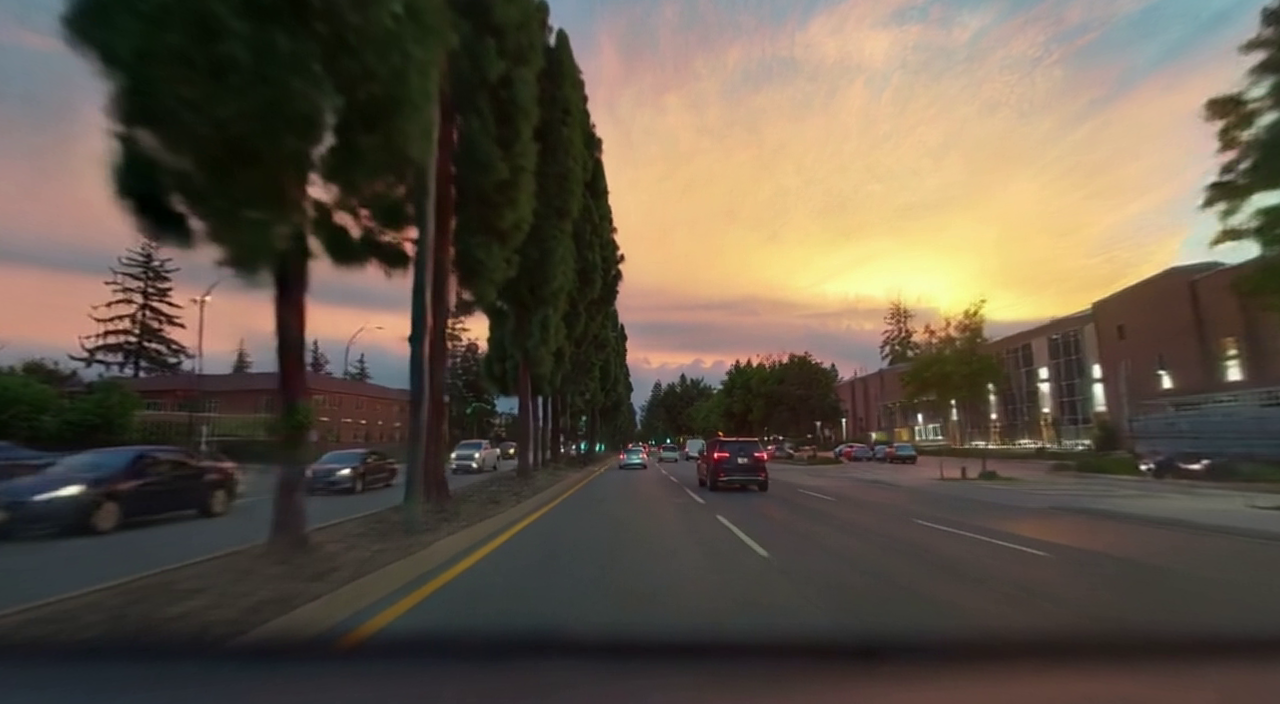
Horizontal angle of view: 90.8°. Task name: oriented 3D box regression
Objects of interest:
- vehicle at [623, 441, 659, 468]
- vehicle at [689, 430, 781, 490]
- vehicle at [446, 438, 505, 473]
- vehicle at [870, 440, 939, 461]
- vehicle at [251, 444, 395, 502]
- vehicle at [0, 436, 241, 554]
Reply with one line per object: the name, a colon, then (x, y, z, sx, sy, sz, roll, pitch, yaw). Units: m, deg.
vehicle: (0.022, 6.539, 40.433, 2.145, 1.572, 4.021, 0, -9, -1)
vehicle: (3.068, 3.665, 21.668, 2.235, 1.806, 4.818, 0, -9, -2)
vehicle: (-9.475, 6.000, 36.842, 2.165, 1.863, 4.880, 0, -9, 0)
vehicle: (20.574, 7.684, 49.216, 4.475, 1.592, 1.841, 0, -9, -1)
vehicle: (-9.051, 3.465, 18.539, 1.938, 1.464, 4.340, 0, -9, 0)
vehicle: (-8.866, 2.176, 10.318, 1.864, 1.500, 4.294, 0, -9, 0)
